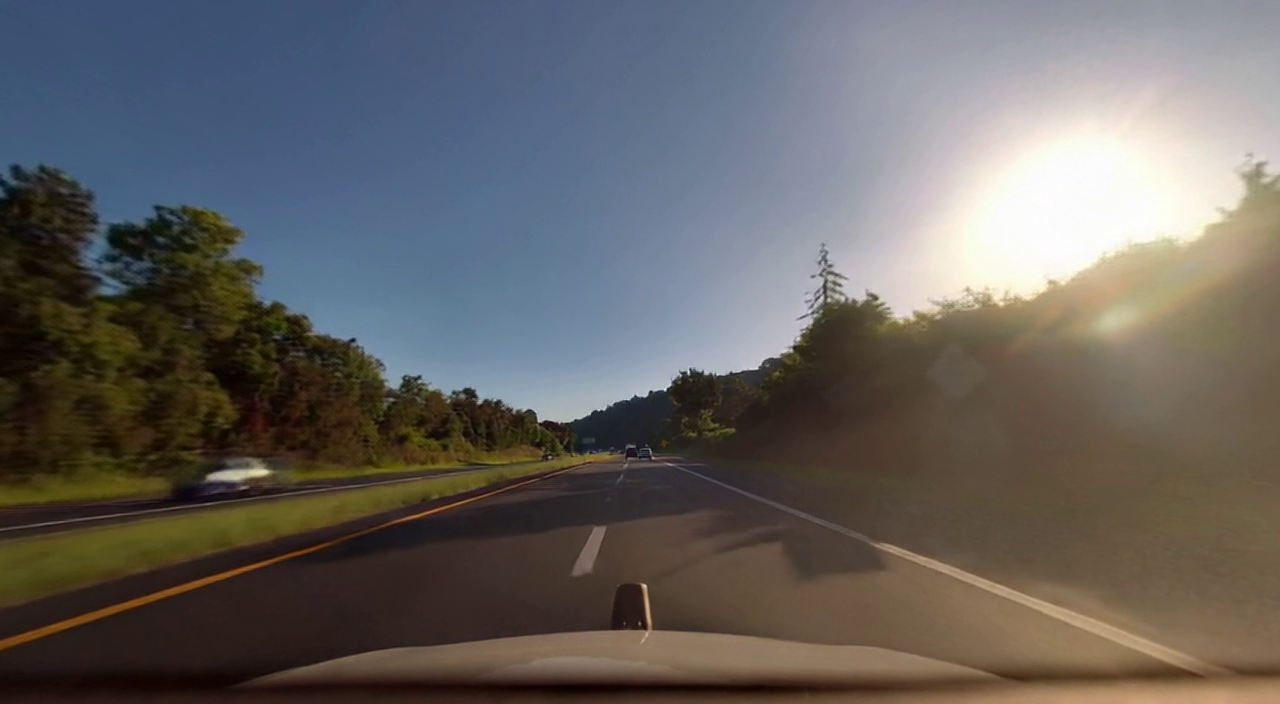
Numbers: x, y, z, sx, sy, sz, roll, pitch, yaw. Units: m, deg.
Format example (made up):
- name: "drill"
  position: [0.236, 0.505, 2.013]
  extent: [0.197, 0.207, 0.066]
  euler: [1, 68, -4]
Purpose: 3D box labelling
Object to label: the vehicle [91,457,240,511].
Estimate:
- name: "vehicle"
  position: [-15.378, 4.243, 20.743]
  extent: [1.779, 1.537, 4.036]
  euler: [0, -9, -1]
